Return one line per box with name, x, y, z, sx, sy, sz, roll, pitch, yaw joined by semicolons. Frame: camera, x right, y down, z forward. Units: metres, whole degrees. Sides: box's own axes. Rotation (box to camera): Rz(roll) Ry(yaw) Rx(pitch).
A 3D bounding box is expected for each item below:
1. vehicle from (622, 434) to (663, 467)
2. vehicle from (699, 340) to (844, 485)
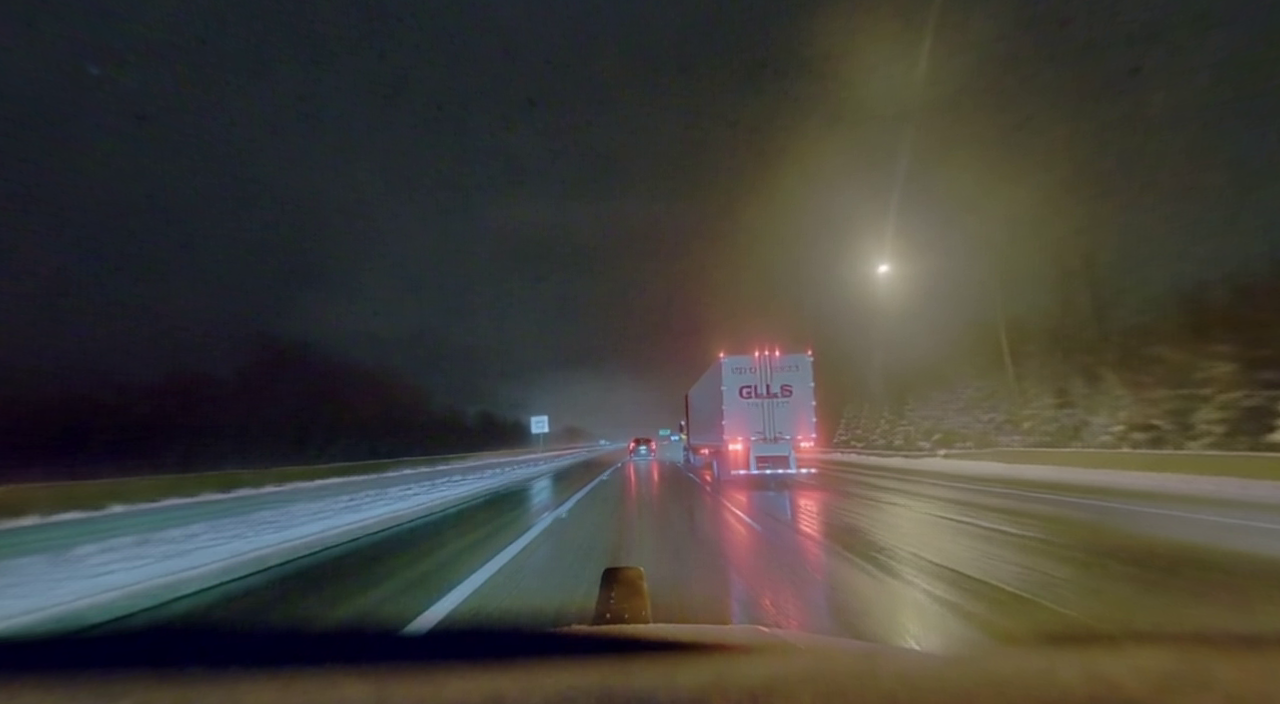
vehicle;0.119;5.264;33.835;2.050;1.654;4.192;0;-8;0
vehicle;4.180;2.417;22.977;3.014;4.068;10.359;0;-8;0
